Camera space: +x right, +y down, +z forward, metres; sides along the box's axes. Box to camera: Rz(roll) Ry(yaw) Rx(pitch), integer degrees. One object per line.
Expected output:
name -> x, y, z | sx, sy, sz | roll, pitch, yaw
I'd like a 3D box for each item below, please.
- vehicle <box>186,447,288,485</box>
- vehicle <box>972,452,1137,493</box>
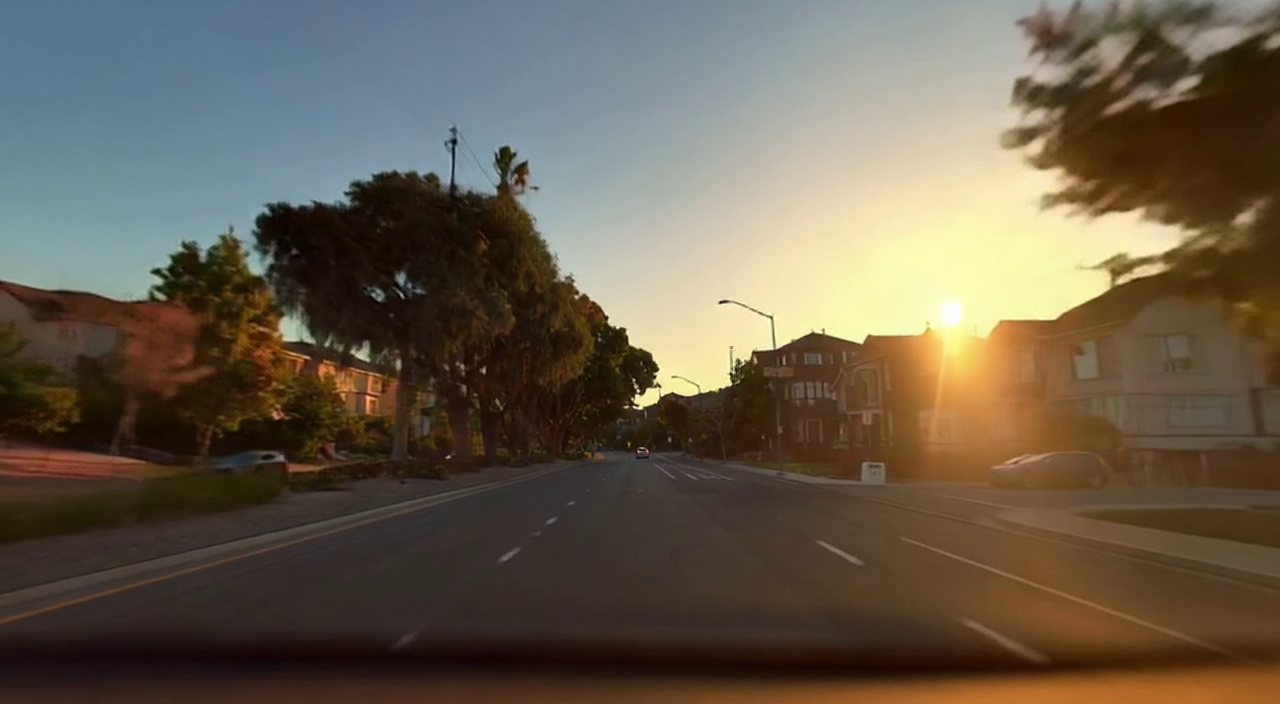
vehicle -> -19.875, 5.609, 31.478 | 1.954, 1.716, 4.676 | 0, -8, 0
vehicle -> 15.977, 4.650, 24.555 | 4.913, 1.470, 2.045 | 0, -8, 0
